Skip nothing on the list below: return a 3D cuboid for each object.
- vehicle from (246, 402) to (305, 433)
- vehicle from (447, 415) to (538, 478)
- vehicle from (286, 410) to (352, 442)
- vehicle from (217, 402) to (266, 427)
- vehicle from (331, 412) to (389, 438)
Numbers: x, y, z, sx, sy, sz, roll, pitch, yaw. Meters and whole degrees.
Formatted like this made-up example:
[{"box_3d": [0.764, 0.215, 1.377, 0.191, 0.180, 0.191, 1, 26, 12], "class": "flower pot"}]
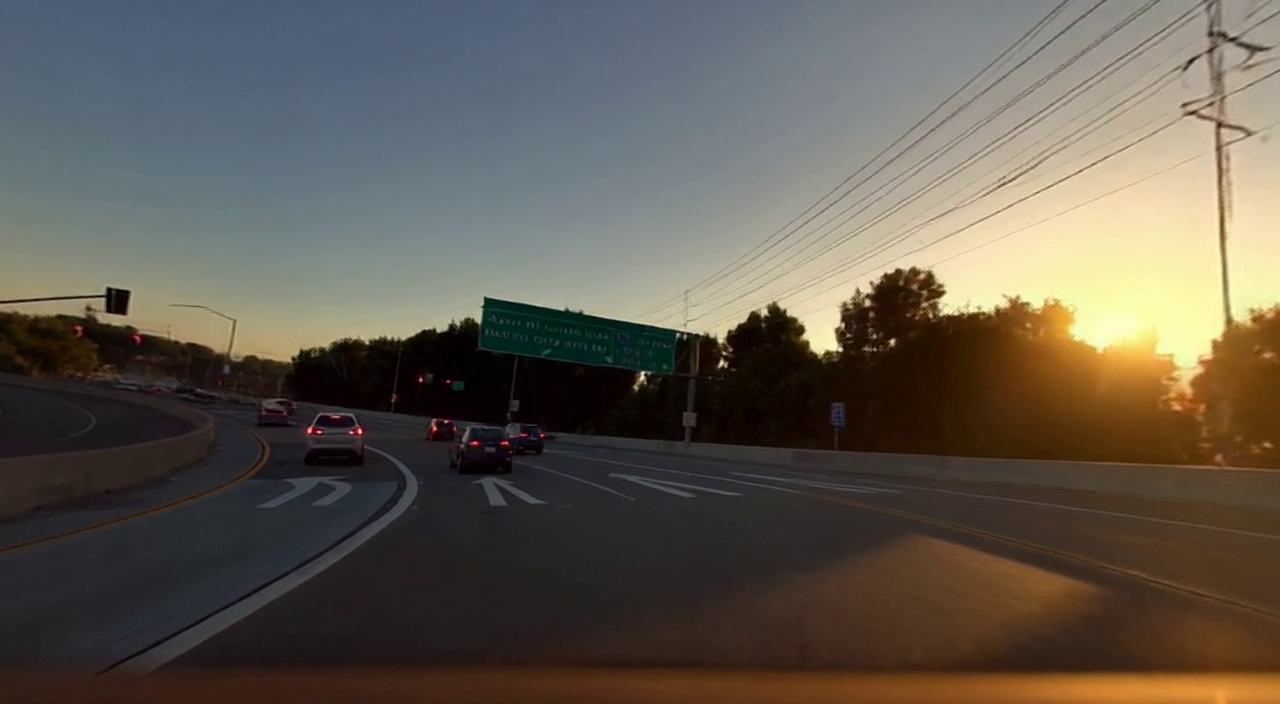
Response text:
[{"box_3d": [-22.539, 4.090, 38.947, 2.076, 1.747, 4.285, 8, -11, -43], "class": "vehicle"}, {"box_3d": [-4.703, 2.928, 19.656, 2.140, 1.724, 4.304, 3, -9, -21], "class": "vehicle"}, {"box_3d": [-16.670, 3.905, 32.602, 2.033, 1.501, 4.623, 7, -11, -38], "class": "vehicle"}, {"box_3d": [-27.757, 4.405, 43.911, 4.459, 1.486, 1.763, -8, -12, 44], "class": "vehicle"}, {"box_3d": [-17.864, 4.680, 40.078, 4.364, 1.473, 1.832, -8, -12, 44], "class": "vehicle"}]
